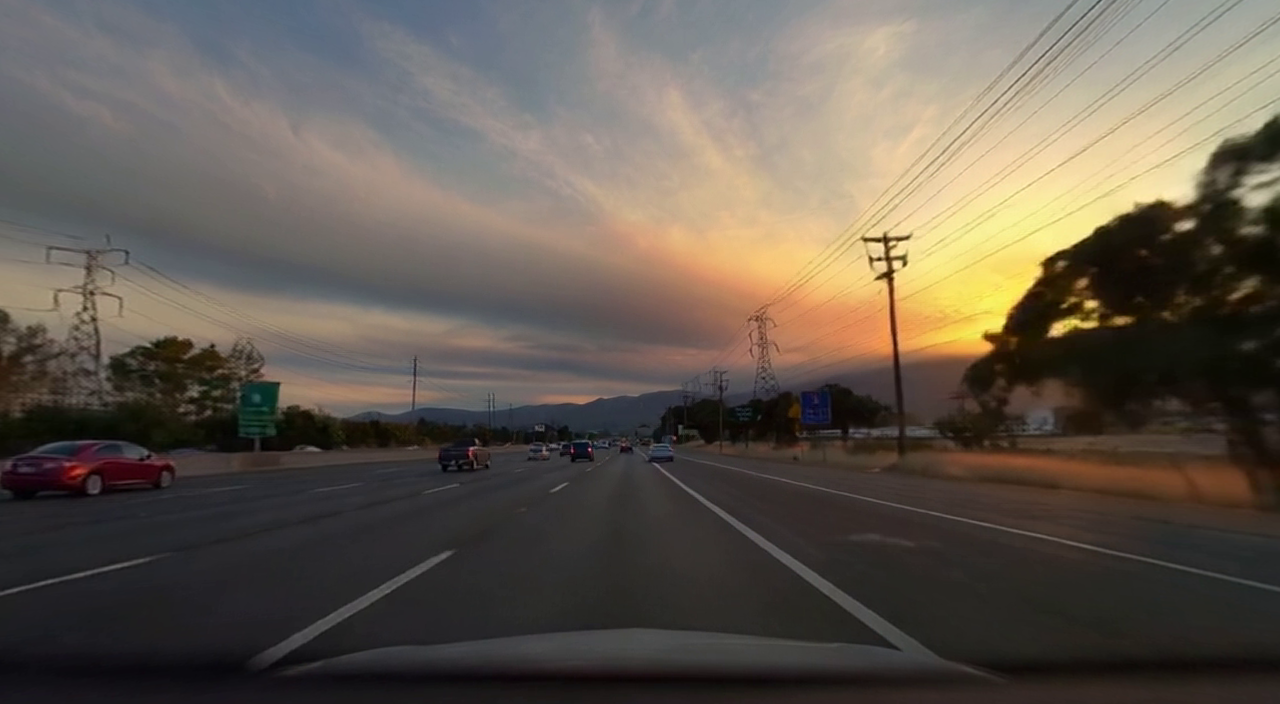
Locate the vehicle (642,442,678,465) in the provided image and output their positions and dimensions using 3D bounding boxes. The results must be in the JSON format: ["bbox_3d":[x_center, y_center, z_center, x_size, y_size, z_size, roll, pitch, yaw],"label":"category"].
[{"bbox_3d":[1.270,6.733,42.004,2.015,1.391,3.897,1,-9,-4],"label":"vehicle"}]

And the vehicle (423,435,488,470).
[{"bbox_3d":[-10.246,5.623,35.533,2.115,1.799,5.444,0,-9,-1],"label":"vehicle"}]

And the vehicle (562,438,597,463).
[{"bbox_3d":[-4.223,7.036,45.020,2.121,1.673,4.443,0,-9,-1],"label":"vehicle"}]

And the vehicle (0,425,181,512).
[{"bbox_3d":[-13.915,2.681,14.970,2.257,1.727,5.036,0,-9,0],"label":"vehicle"}]
